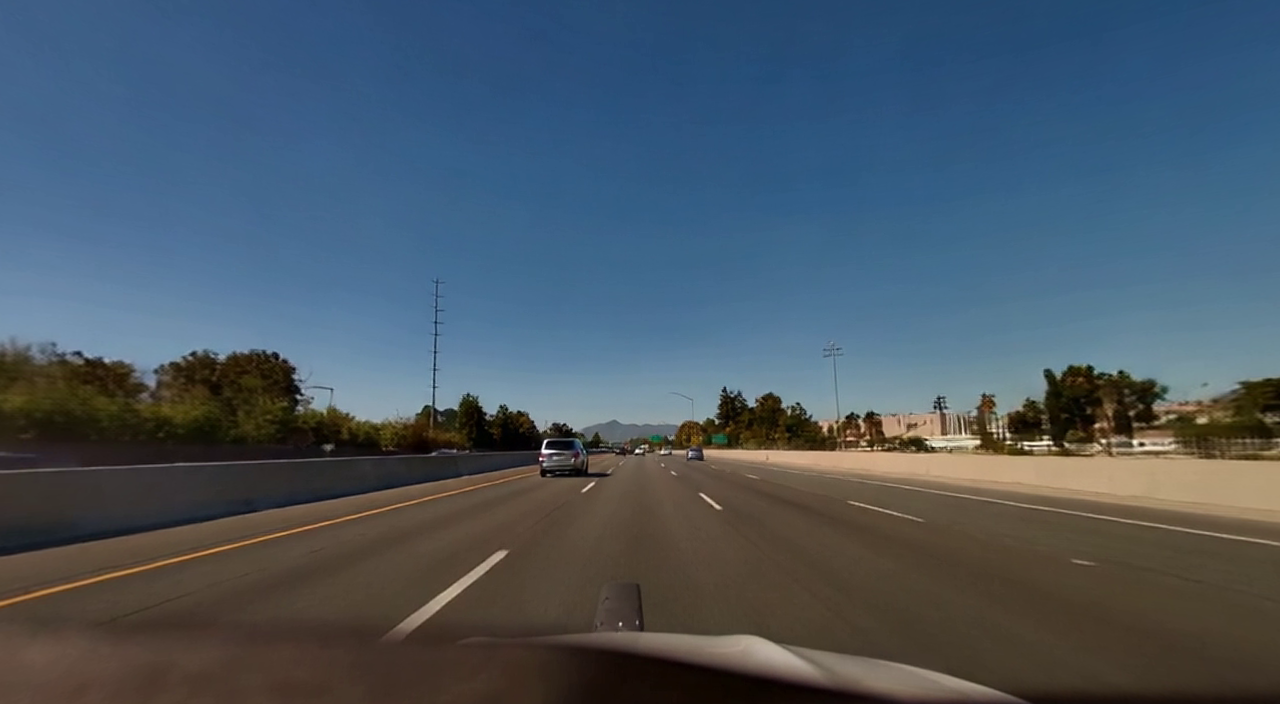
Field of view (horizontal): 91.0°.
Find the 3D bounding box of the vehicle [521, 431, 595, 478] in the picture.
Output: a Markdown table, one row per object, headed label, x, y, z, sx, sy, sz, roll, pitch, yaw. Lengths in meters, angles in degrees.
| label | x | y | z | sx | sy | sz | roll | pitch | yaw |
| --- | --- | --- | --- | --- | --- | --- | --- | --- | --- |
| vehicle | -3.622 | 4.688 | 29.109 | 2.431 | 1.928 | 5.760 | 0 | -9 | 2 |
